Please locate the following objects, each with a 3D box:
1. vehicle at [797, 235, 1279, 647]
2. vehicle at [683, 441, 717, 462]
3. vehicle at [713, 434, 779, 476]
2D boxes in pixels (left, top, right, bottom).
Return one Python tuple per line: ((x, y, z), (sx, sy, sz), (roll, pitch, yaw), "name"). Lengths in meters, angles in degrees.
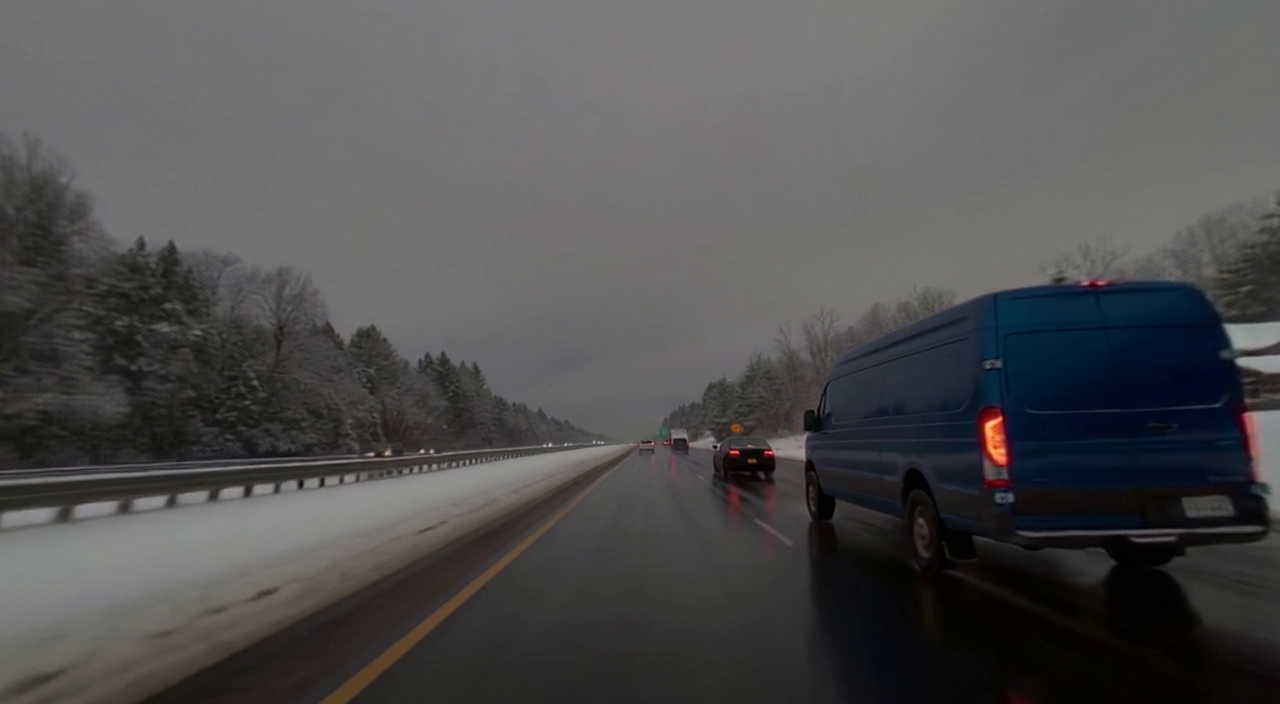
((3.653, 0.948, 7.057), (2.302, 2.670, 5.912), (0, -8, 1), "vehicle")
((4.374, 7.311, 46.363), (2.050, 1.448, 4.123), (0, -8, -1), "vehicle")
((4.470, 4.405, 27.218), (2.034, 1.651, 4.342), (0, -8, 0), "vehicle")
